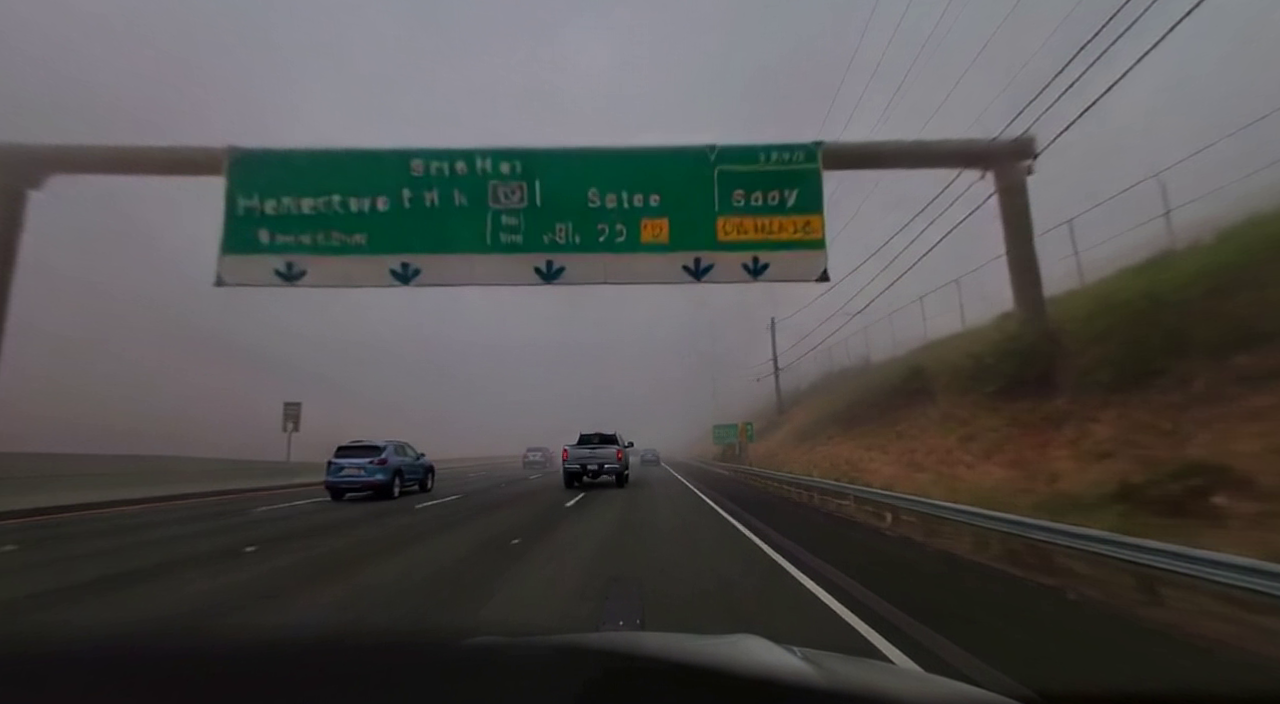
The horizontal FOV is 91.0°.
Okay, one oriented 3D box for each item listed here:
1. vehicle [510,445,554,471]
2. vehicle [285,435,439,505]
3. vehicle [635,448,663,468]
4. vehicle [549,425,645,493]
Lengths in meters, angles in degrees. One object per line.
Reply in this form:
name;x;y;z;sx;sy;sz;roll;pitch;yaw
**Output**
vehicle;-7.426;7.314;43.717;2.143;1.688;4.776;0;-9;1
vehicle;-7.213;3.090;16.971;2.055;1.618;4.457;0;-9;1
vehicle;0.639;8.107;48.413;2.025;1.485;4.310;0;-9;0
vehicle;-1.334;3.788;22.731;2.972;2.087;6.126;0;-9;0
